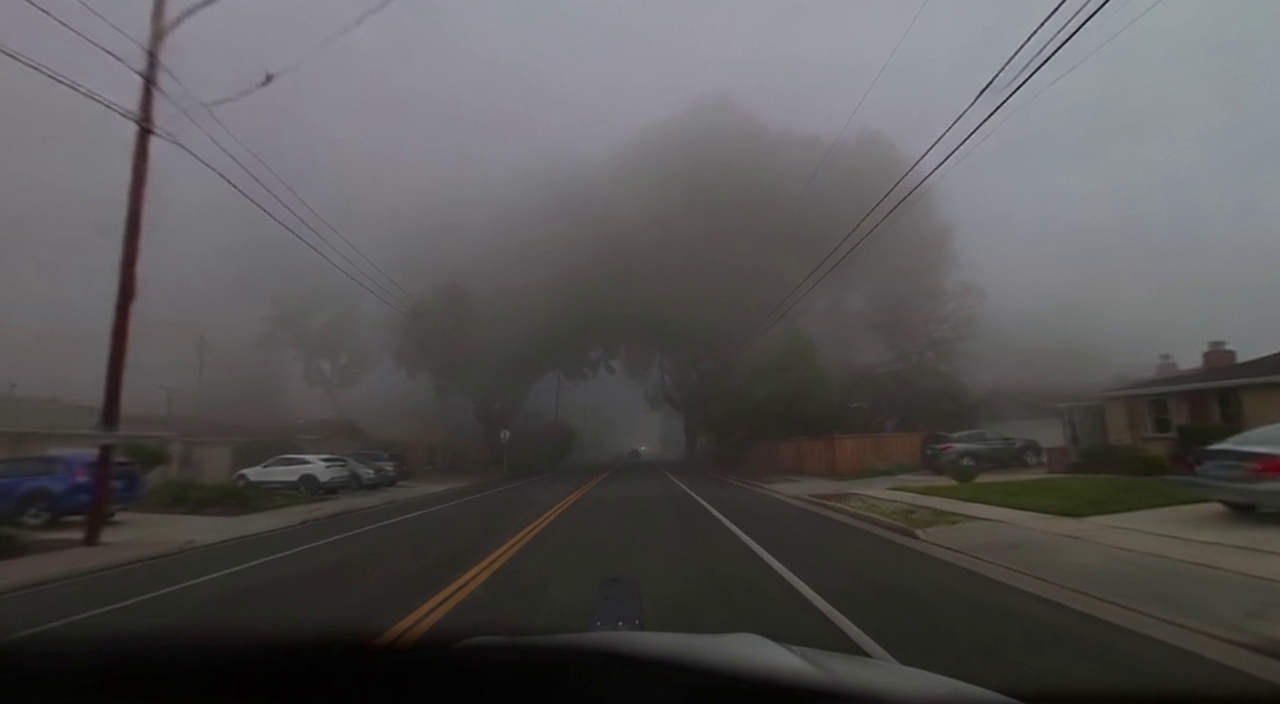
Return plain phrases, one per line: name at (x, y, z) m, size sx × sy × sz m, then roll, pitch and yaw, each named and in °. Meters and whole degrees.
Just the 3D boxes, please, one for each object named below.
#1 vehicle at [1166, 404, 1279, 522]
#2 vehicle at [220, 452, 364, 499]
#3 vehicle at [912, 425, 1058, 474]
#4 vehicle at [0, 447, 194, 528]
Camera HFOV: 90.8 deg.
vehicle at (10.808, 1.580, 9.135) m, size 4.908 × 1.537 × 2.065 m, roll 1°, pitch -9°, yaw -9°
vehicle at (-12.349, 4.380, 22.634) m, size 3.927 × 1.560 × 2.049 m, roll 0°, pitch -9°, yaw 0°
vehicle at (13.187, 3.727, 24.280) m, size 4.653 × 1.775 × 1.906 m, roll 1°, pitch -9°, yaw -10°
vehicle at (-12.902, 2.963, 14.130) m, size 4.207 × 1.648 × 1.956 m, roll 1°, pitch -9°, yaw -6°
